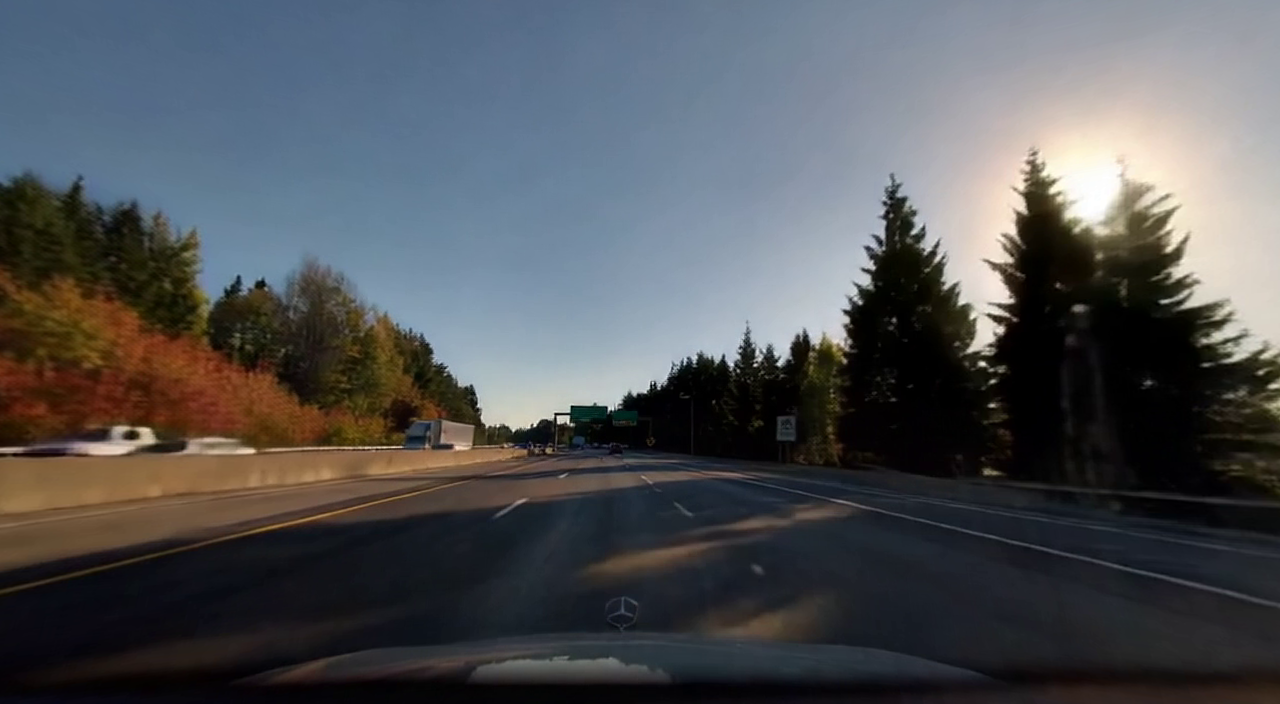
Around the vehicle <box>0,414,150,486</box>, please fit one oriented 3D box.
[{"bbox_3d":[-17.762,2.937,18.821,2.040,1.860,5.052,0,-9,-1],"label":"vehicle"}]

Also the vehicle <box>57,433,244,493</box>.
[{"bbox_3d":[-13.323,3.049,17.487,1.781,1.453,4.314,0,-9,-1],"label":"vehicle"}]
